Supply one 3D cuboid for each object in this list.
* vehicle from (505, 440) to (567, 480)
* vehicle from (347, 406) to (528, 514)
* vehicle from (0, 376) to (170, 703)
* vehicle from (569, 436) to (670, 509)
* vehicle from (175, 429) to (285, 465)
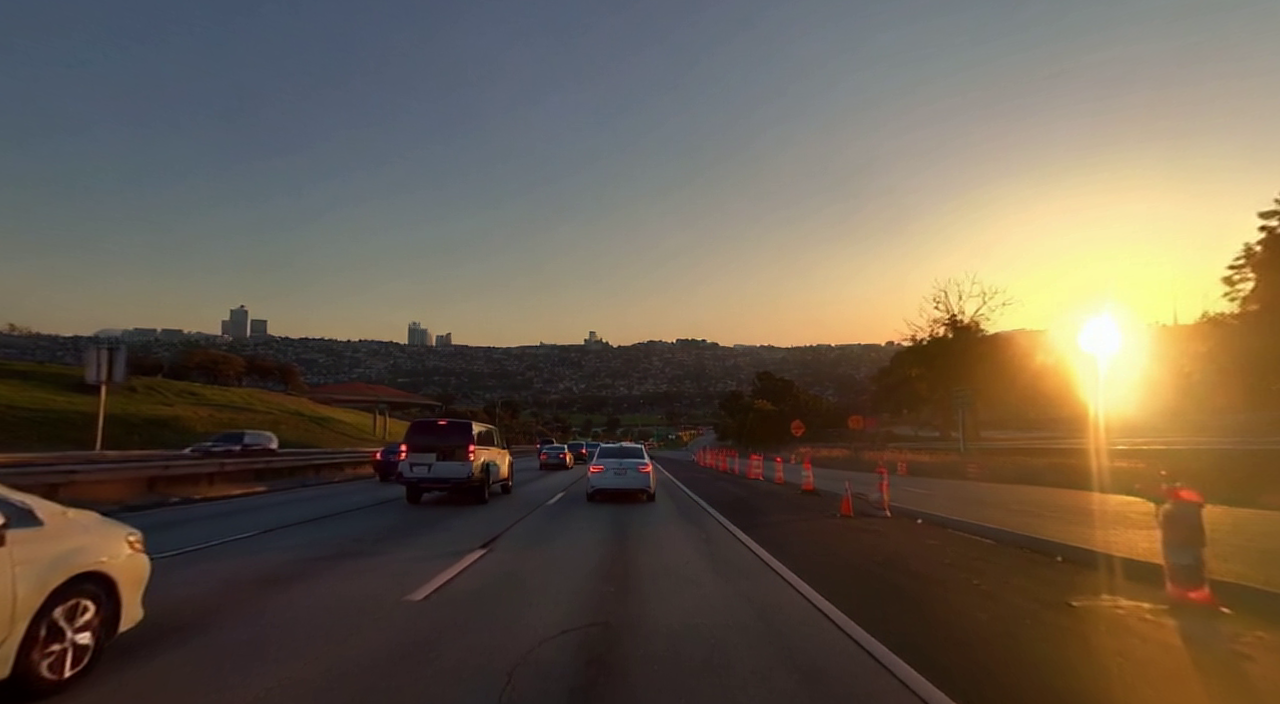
[{"bbox_3d":[-4.126,4.336,25.653,1.824,1.459,4.007,0,-9,1],"label":"vehicle"},{"bbox_3d":[-4.301,2.442,14.728,2.324,2.012,5.740,0,-9,0],"label":"vehicle"},{"bbox_3d":[-3.987,0.739,1.707,2.041,1.604,4.384,0,-9,0],"label":"vehicle"},{"bbox_3d":[-0.456,2.785,15.009,2.069,1.484,3.918,0,-9,-1],"label":"vehicle"},{"bbox_3d":[-17.562,4.083,27.364,1.829,1.404,4.536,0,-8,-1],"label":"vehicle"}]
